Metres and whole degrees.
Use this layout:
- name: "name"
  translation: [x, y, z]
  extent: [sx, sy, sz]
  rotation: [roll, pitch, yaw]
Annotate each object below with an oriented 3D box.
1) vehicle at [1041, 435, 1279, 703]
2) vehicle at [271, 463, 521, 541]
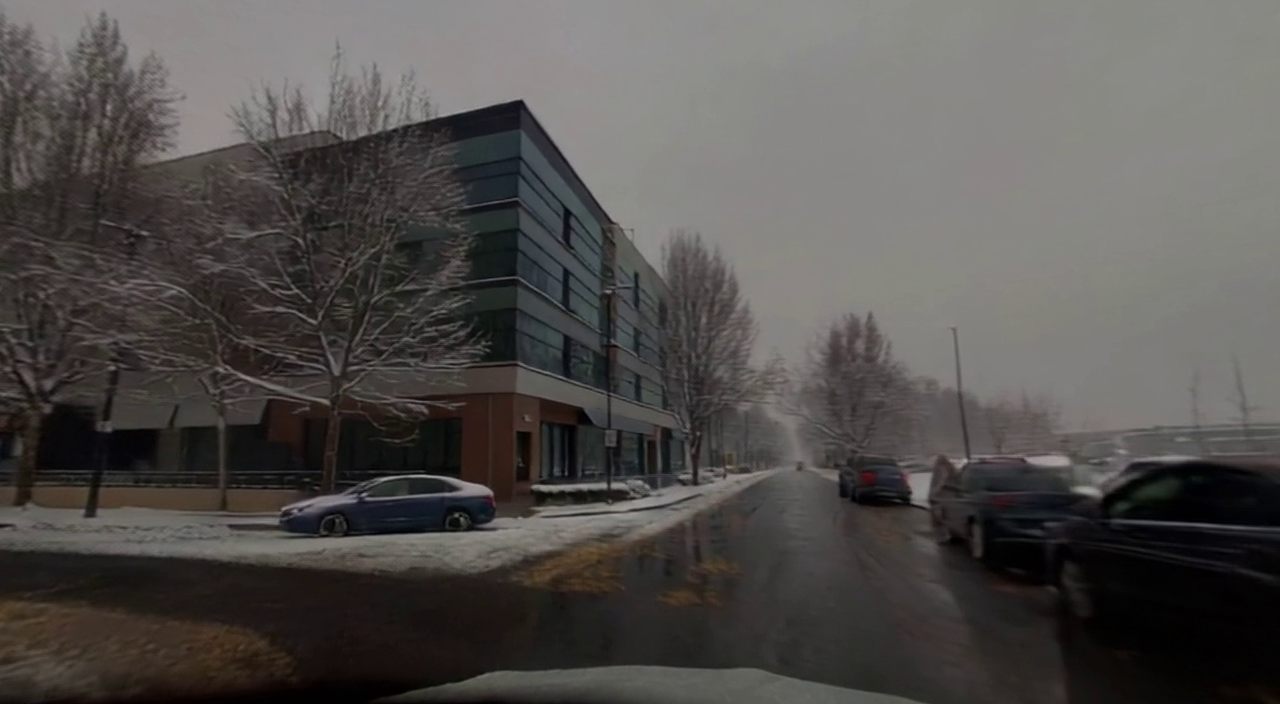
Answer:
- name: "vehicle"
  translation: [4.434, 1.268, 3.743]
  extent: [2.073, 1.434, 3.899]
  rotation: [-1, -11, 11]
- name: "vehicle"
  translation: [-5.278, 3.246, 13.957]
  extent: [4.770, 1.448, 1.983]
  rotation: [6, -12, -26]
